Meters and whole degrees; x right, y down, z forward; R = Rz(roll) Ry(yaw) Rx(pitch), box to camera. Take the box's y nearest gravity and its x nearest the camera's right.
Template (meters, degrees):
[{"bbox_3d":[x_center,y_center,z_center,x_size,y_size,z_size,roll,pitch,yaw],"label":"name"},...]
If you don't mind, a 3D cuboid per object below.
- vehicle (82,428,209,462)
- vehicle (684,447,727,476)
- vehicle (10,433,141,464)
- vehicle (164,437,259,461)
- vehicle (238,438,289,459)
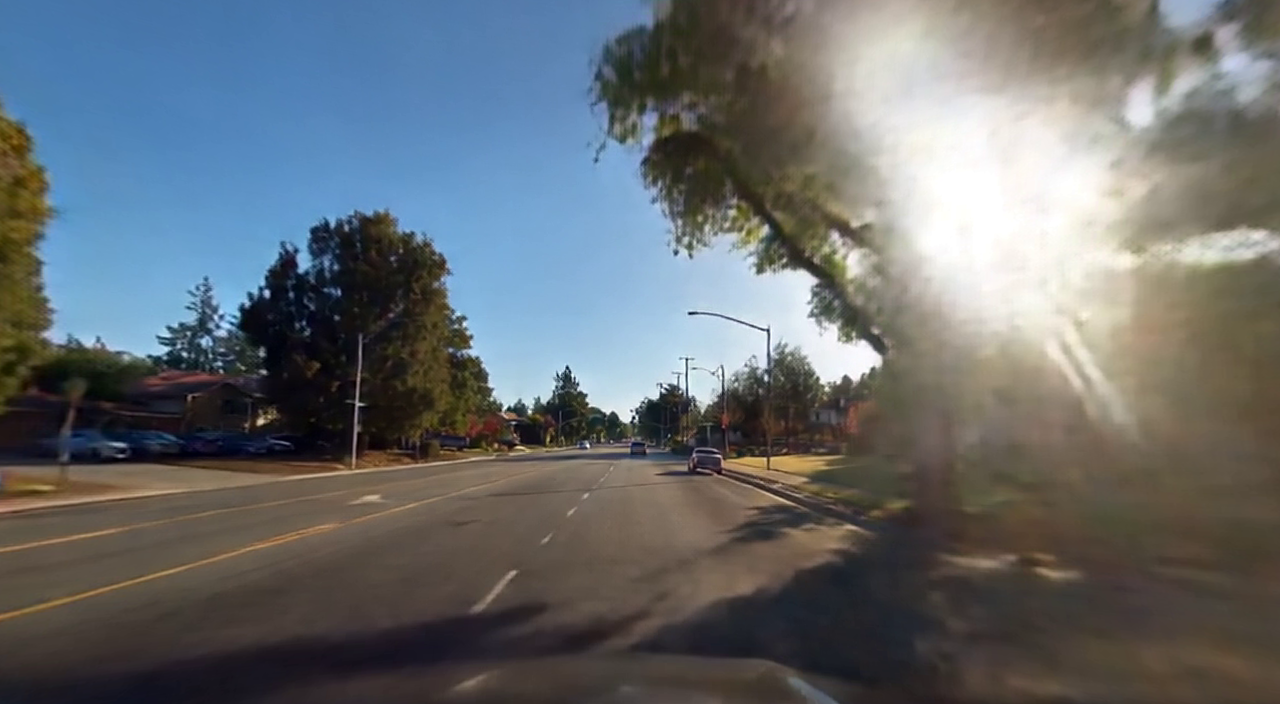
[{"bbox_3d":[-27.654,5.205,35.447,5.295,1.839,2.205,0,-8,2],"label":"vehicle"},{"bbox_3d":[3.639,6.150,35.640,1.942,1.502,4.244,0,-8,0],"label":"vehicle"},{"bbox_3d":[-28.546,4.892,32.087,4.637,1.472,1.944,0,-8,-3],"label":"vehicle"},{"bbox_3d":[-26.900,6.096,39.845,4.450,1.472,1.982,2,-9,-15],"label":"vehicle"},{"bbox_3d":[-27.820,7.090,46.814,1.753,1.424,4.492,0,-8,-11],"label":"vehicle"}]
